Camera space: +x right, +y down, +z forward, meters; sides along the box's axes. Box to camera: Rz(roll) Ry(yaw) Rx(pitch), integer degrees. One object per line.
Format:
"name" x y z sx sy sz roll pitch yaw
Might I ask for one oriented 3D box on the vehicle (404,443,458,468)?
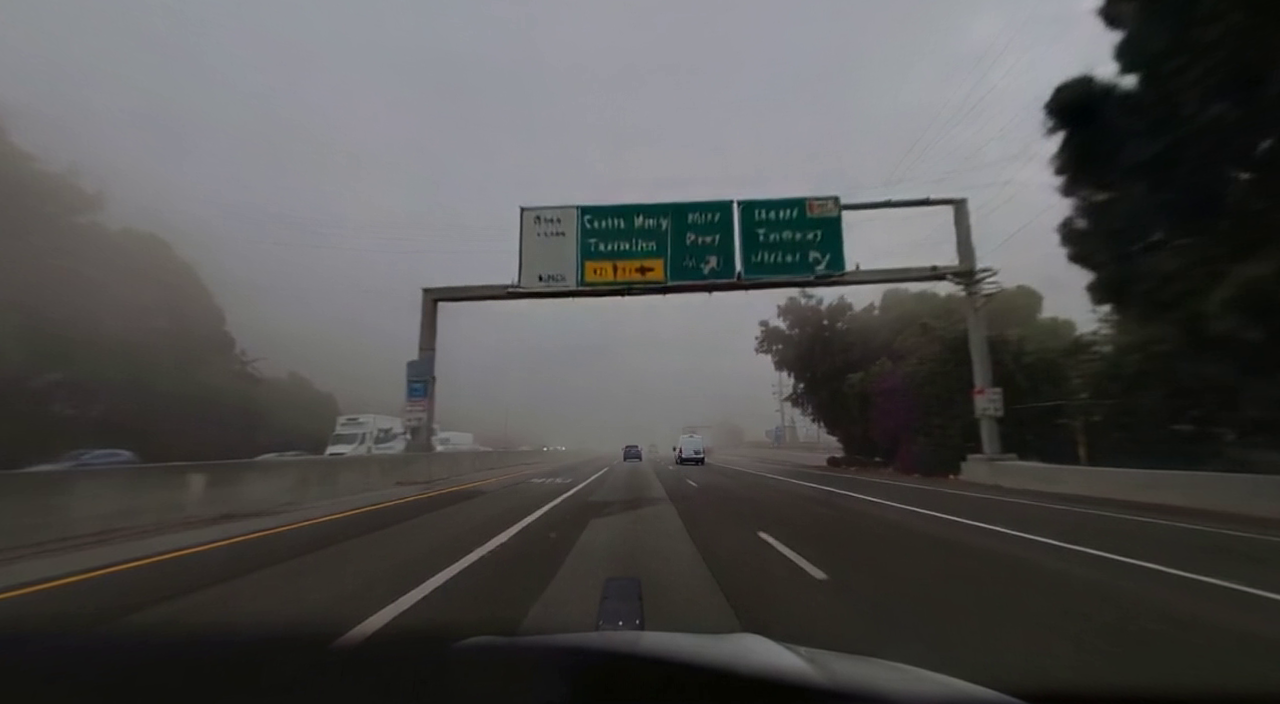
"vehicle" -14.045 6.989 42.775 2.090 1.598 4.713 0 -9 0

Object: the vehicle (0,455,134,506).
"vehicle" -21.284 4.573 22.927 1.923 1.560 4.760 0 -9 0

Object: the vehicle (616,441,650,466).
"vehicle" -0.500 7.278 45.493 2.325 1.712 4.592 0 -9 0

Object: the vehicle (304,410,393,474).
"vehicle" -21.267 6.657 46.619 3.228 4.337 6.550 0 -9 0

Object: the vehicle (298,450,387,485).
"vehicle" -13.829 5.368 29.724 1.878 1.462 4.573 0 -9 1

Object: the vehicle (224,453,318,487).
"vehicle" -17.573 5.628 30.378 1.825 1.456 4.451 0 -9 0

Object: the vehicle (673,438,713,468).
"vehicle" 3.321 6.502 40.687 2.036 1.796 4.470 0 -9 -2
